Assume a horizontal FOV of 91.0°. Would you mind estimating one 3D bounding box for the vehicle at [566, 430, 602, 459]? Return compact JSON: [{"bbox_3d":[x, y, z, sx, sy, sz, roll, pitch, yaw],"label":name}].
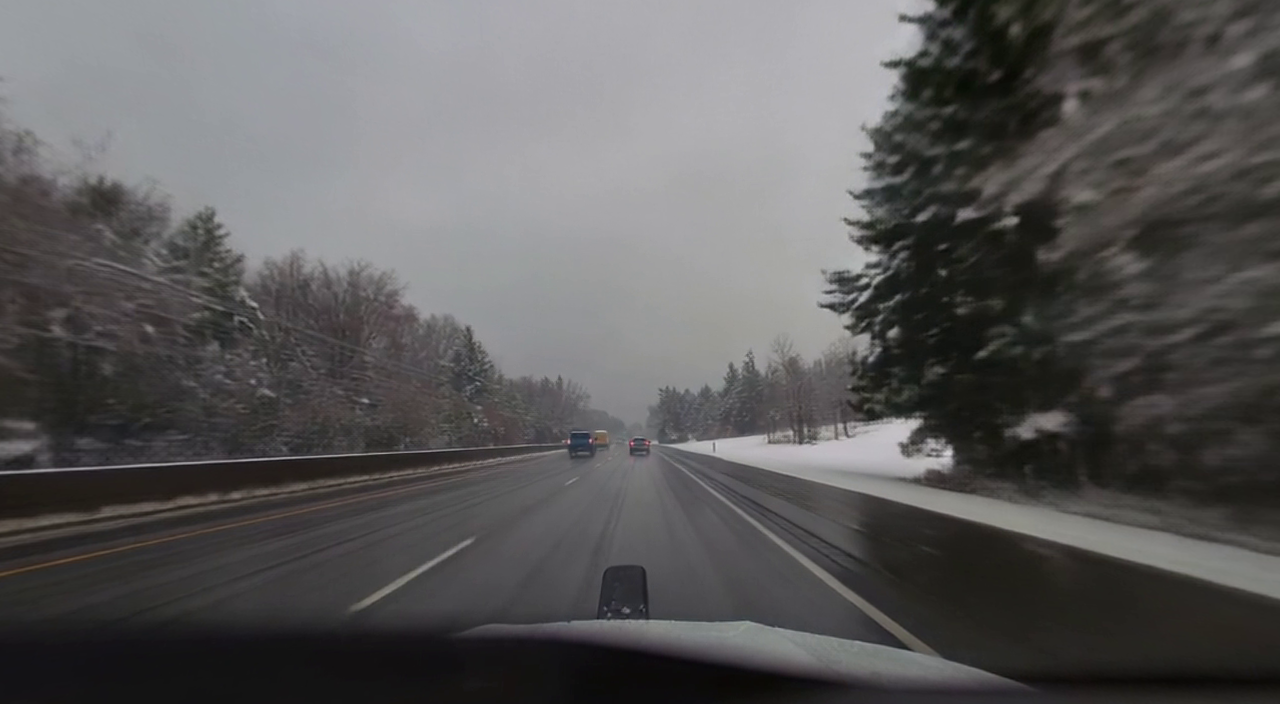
[{"bbox_3d":[-4.034,6.788,46.210,2.241,2.034,4.890,0,-8,0],"label":"vehicle"}]
